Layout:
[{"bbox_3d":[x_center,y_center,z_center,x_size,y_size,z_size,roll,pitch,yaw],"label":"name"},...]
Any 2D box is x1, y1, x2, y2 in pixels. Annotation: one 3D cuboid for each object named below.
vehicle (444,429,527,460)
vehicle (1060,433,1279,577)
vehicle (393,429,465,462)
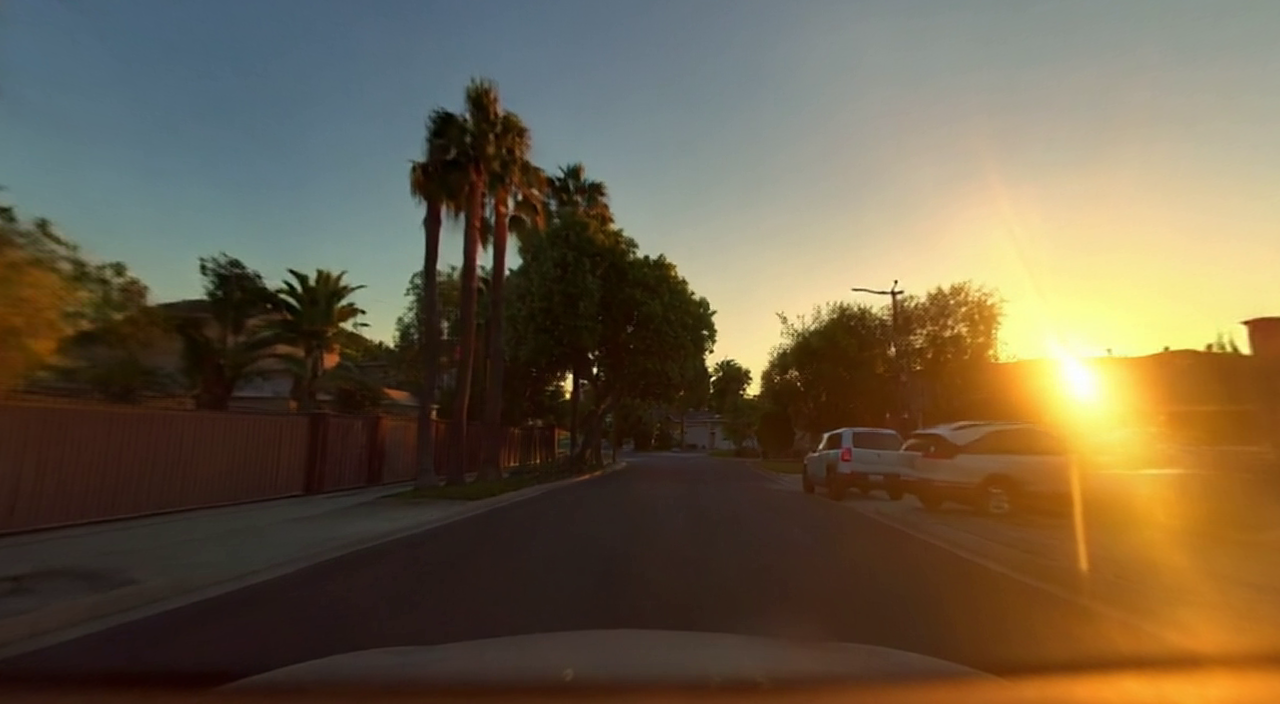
[{"bbox_3d":[-10.726,6.409,44.012,5.127,1.796,2.045,3,-7,5],"label":"vehicle"},{"bbox_3d":[7.902,1.930,8.296,3.938,1.473,1.881,5,-7,-17],"label":"vehicle"},{"bbox_3d":[-12.075,5.370,36.491,1.869,1.646,4.357,3,-7,11],"label":"vehicle"}]
